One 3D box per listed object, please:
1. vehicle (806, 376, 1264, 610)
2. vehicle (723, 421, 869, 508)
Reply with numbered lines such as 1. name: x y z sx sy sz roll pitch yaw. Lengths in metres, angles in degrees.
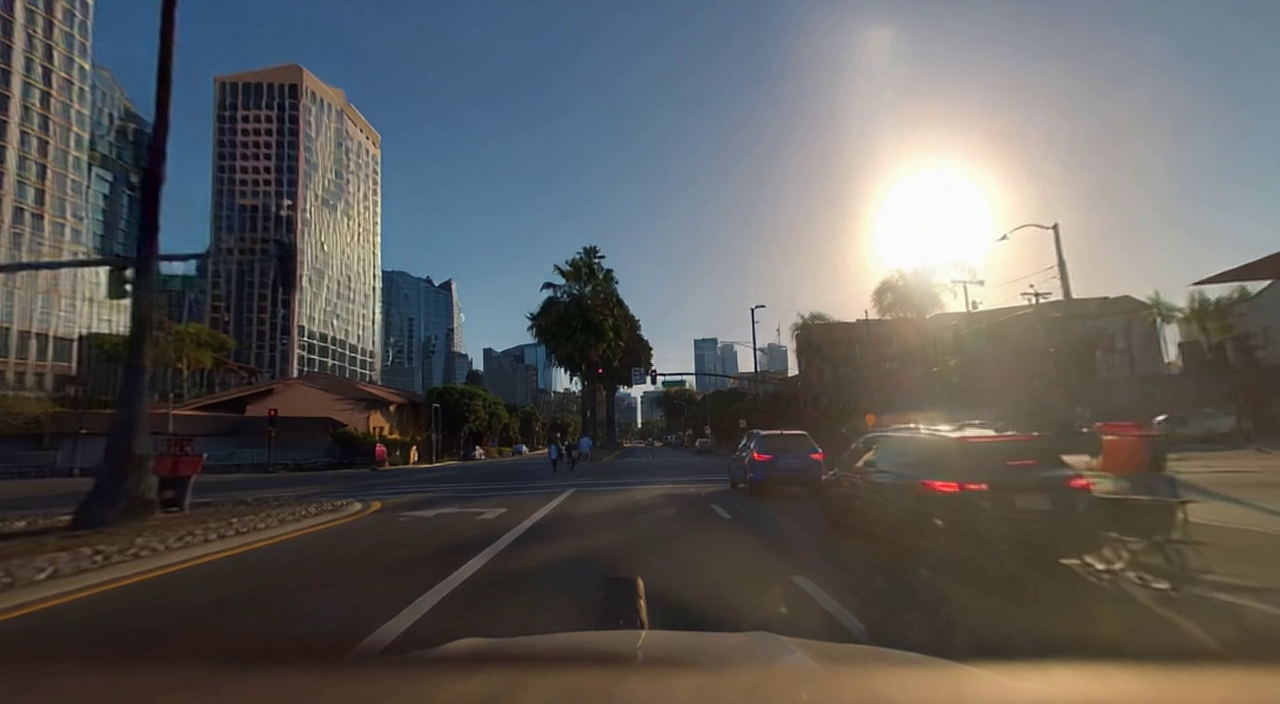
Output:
1. vehicle: 3.628 1.414 7.230 2.060 1.756 4.770 0 -9 -1
2. vehicle: 3.242 2.450 14.117 2.060 1.631 4.169 0 -9 -2
